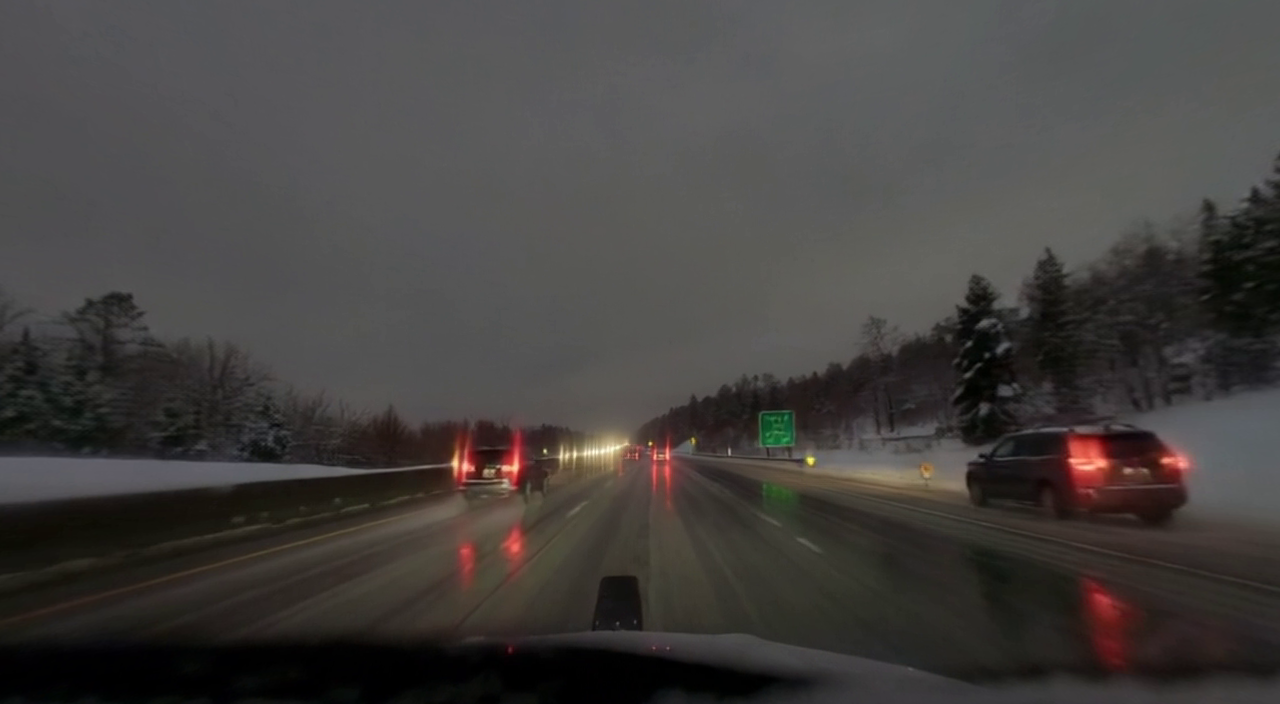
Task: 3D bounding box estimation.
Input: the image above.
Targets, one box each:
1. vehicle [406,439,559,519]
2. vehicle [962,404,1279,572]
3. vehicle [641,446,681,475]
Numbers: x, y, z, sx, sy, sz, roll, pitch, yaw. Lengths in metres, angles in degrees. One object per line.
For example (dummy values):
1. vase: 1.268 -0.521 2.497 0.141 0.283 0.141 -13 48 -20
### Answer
1. vehicle: -3.526 2.921 14.978 2.084 1.594 4.219 -2 -9 8
2. vehicle: 6.351 1.683 8.446 2.143 1.667 4.221 -2 -9 7
3. vehicle: 1.286 6.323 36.762 1.969 1.595 3.964 -2 -9 8
